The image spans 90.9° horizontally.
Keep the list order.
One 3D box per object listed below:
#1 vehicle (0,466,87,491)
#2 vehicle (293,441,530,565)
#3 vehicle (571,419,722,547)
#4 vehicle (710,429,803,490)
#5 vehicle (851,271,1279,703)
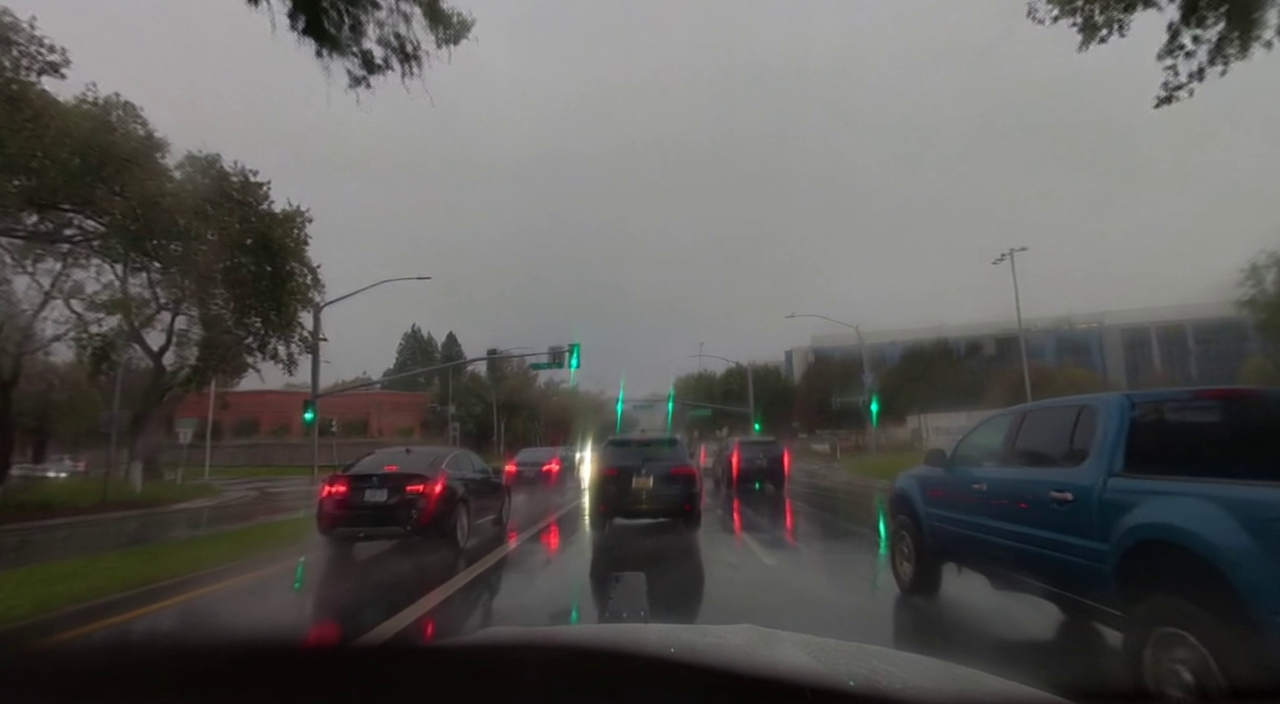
[{"bbox_3d":[-40.927,8.506,42.474,5.100,1.533,2.032,1,-9,-9],"label":"vehicle"},{"bbox_3d":[-3.182,2.176,10.030,1.909,1.476,4.751,0,-8,1],"label":"vehicle"},{"bbox_3d":[0.119,2.133,10.853,2.113,1.768,3.901,0,-9,1],"label":"vehicle"},{"bbox_3d":[3.979,3.809,22.646,2.408,1.908,5.355,0,-9,1],"label":"vehicle"},{"bbox_3d":[3.428,0.878,3.473,2.571,1.857,5.841,0,-9,1],"label":"vehicle"}]
